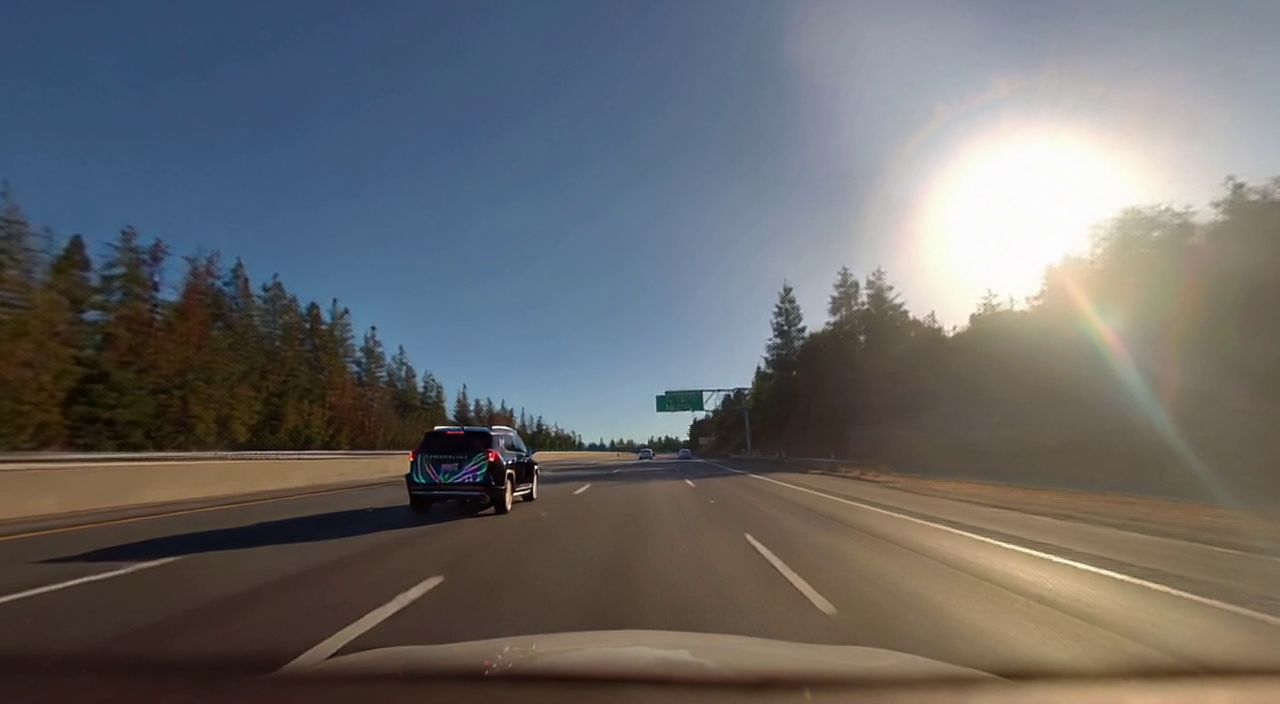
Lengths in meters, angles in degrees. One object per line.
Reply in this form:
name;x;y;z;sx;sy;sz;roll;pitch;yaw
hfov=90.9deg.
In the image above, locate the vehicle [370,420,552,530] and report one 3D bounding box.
vehicle;-3.331;2.403;12.938;2.183;1.803;4.685;0;-8;2
